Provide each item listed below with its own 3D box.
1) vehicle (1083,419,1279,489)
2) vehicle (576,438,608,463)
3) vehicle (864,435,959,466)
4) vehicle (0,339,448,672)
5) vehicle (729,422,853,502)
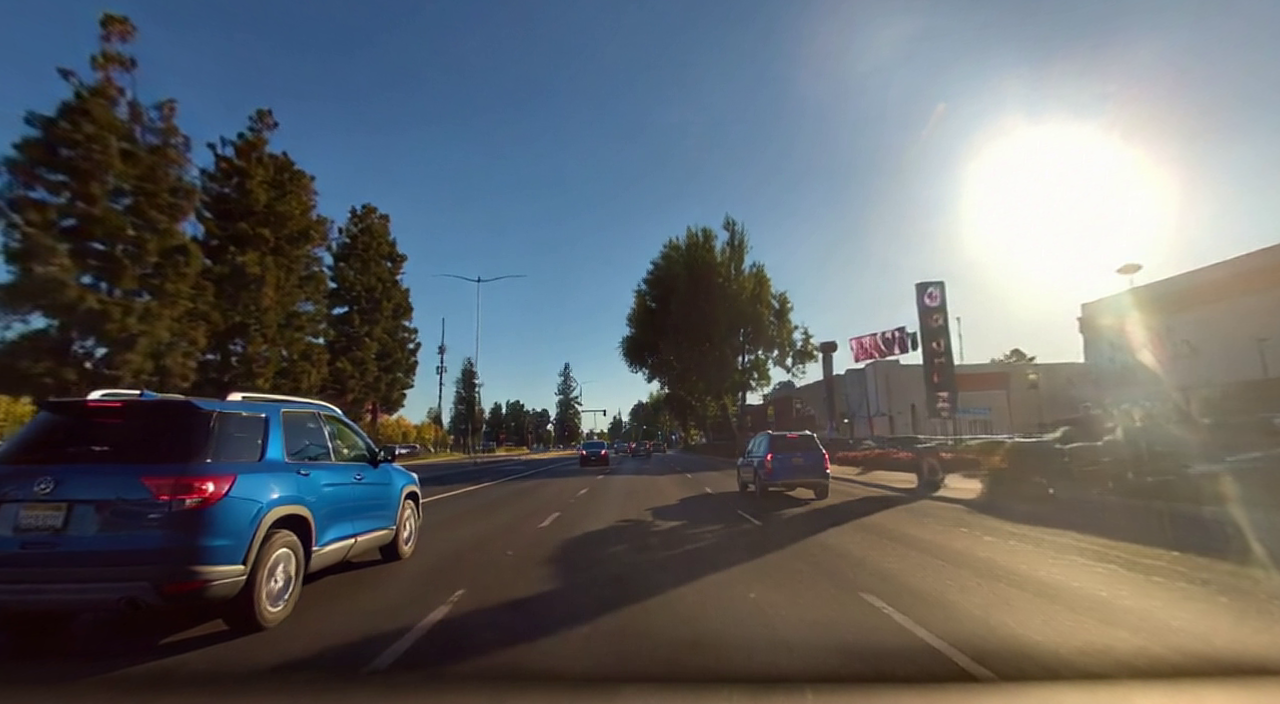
[{"bbox_3d":[14.832,2.679,16.648,4.647,1.725,1.991,0,-8,1],"label":"vehicle"},{"bbox_3d":[-3.602,7.546,48.261,2.112,1.775,4.404,0,-8,0],"label":"vehicle"},{"bbox_3d":[13.830,5.026,32.202,4.040,1.497,1.702,0,-8,-1],"label":"vehicle"},{"bbox_3d":[-3.727,1.226,6.115,2.210,1.925,4.838,0,-8,0],"label":"vehicle"},{"bbox_3d":[3.672,2.768,16.232,2.024,1.773,4.431,0,-8,-1],"label":"vehicle"}]
